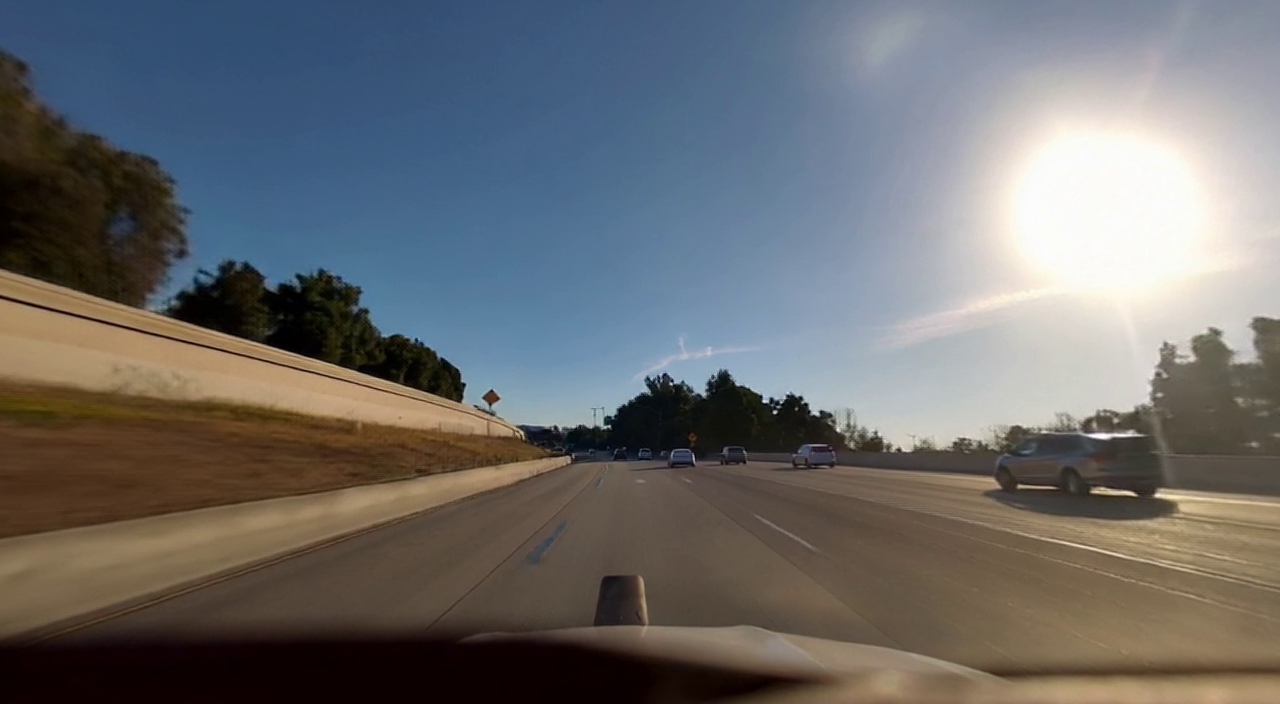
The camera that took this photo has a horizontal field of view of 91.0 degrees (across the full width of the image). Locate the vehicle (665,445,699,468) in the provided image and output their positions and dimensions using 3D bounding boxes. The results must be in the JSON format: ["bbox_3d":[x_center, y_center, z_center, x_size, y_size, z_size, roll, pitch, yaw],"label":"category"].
[{"bbox_3d":[2.851,7.218,43.514,1.934,1.491,3.982,0,-8,-3],"label":"vehicle"}]

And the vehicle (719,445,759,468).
[{"bbox_3d":[6.909,7.321,44.332,1.904,1.488,4.299,0,-8,-3],"label":"vehicle"}]

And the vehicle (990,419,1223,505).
[{"bbox_3d":[10.881,2.594,15.252,2.077,1.763,4.472,0,-8,-2],"label":"vehicle"}]

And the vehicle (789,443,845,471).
[{"bbox_3d":[10.654,6.333,38.256,1.987,1.546,4.271,0,-8,-3],"label":"vehicle"}]
